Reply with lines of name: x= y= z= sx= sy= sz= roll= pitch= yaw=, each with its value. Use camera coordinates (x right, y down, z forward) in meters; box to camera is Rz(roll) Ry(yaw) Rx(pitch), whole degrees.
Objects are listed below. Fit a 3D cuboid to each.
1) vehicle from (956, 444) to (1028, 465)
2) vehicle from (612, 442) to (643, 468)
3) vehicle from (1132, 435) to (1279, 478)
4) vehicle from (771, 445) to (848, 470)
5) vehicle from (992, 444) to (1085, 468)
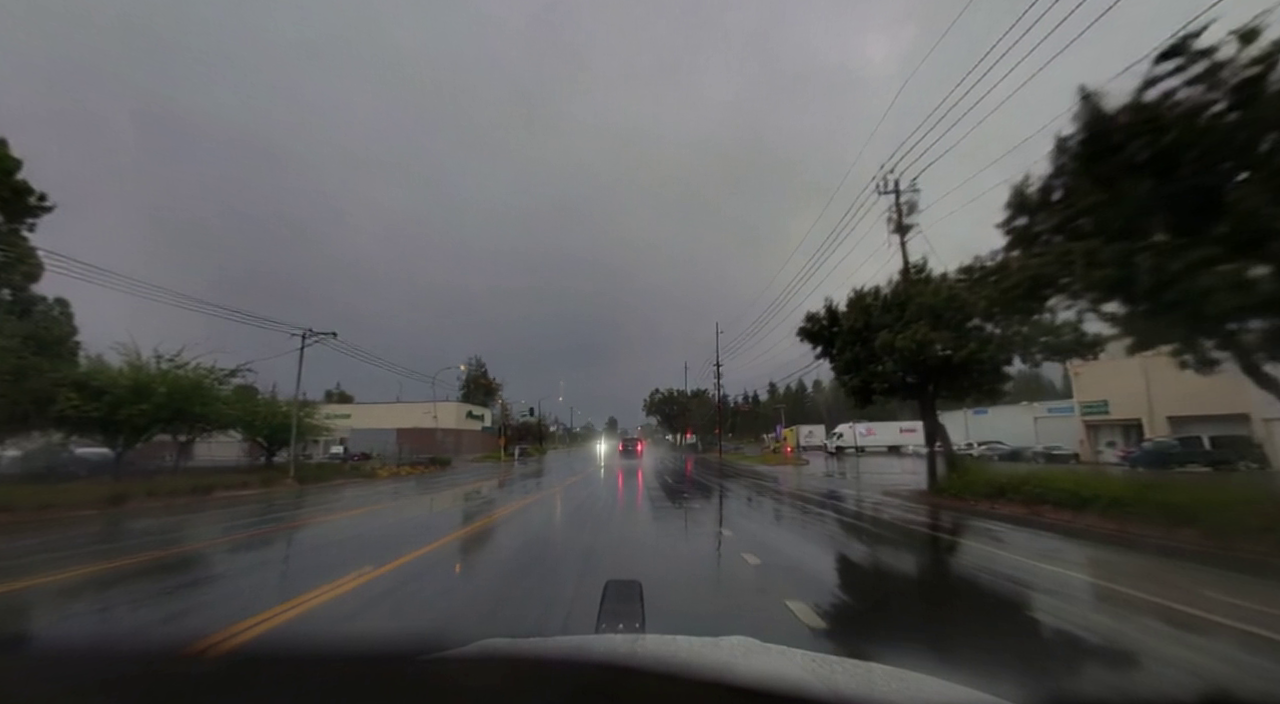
vehicle: x=25.768 y=7.533 z=46.374 sx=4.134 sy=1.441 sz=1.836 roll=-1 pitch=-8 yaw=1
vehicle: x=-0.791 y=6.667 z=41.253 sx=1.937 sy=1.588 sz=3.746 roll=0 pitch=-8 yaw=0
vehicle: x=24.828 y=4.566 z=27.679 sx=4.805 sy=1.781 sz=1.974 roll=0 pitch=-8 yaw=0
vehicle: x=11.701 y=7.316 z=43.926 sx=4.758 sy=1.496 sz=1.871 roll=-2 pitch=-9 yaw=-1
vehicle: x=25.745 y=6.701 z=40.917 sx=4.625 sy=1.484 sz=1.997 roll=-1 pitch=-8 yaw=1
